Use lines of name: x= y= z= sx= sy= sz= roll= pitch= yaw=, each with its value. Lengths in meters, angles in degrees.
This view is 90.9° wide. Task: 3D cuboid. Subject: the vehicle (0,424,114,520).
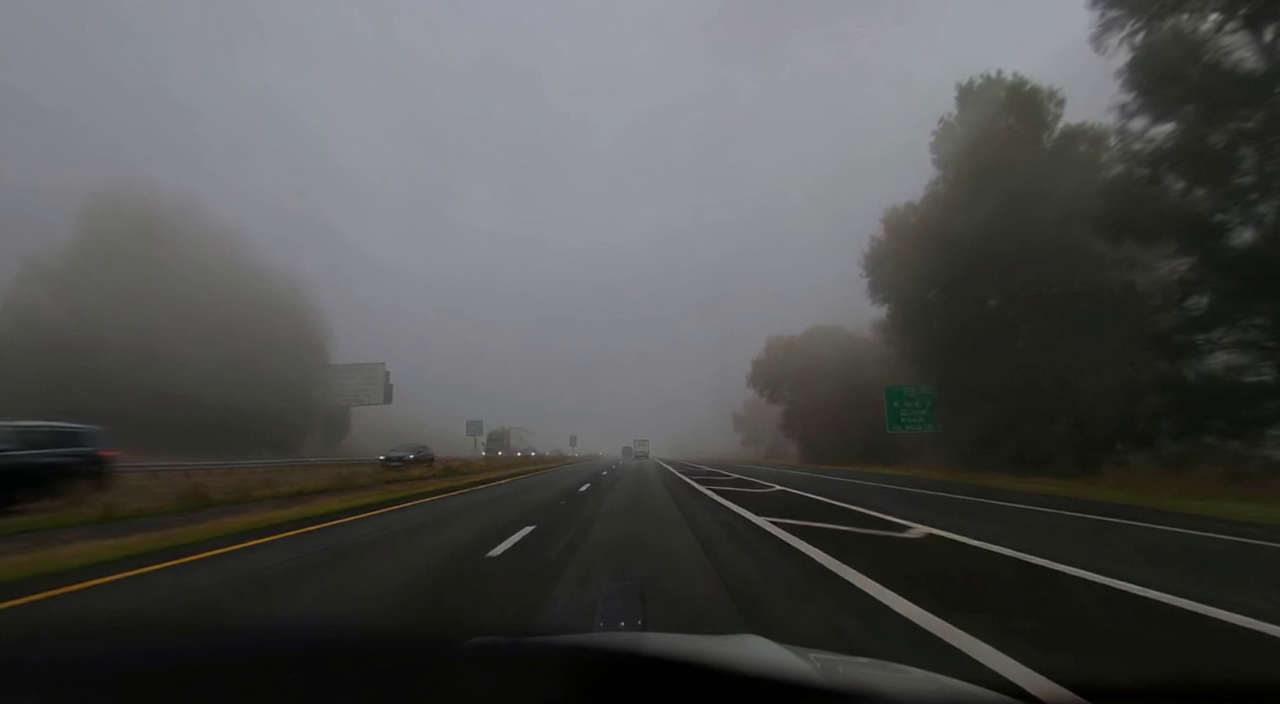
vehicle: x=-12.335 y=2.141 z=11.283 sx=2.085 sy=1.675 sz=4.297 roll=0 pitch=-9 yaw=0

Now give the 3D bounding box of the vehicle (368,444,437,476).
vehicle: x=-12.514 y=5.708 z=33.531 sx=1.972 sy=1.588 sz=4.519 roll=0 pitch=-9 yaw=0
